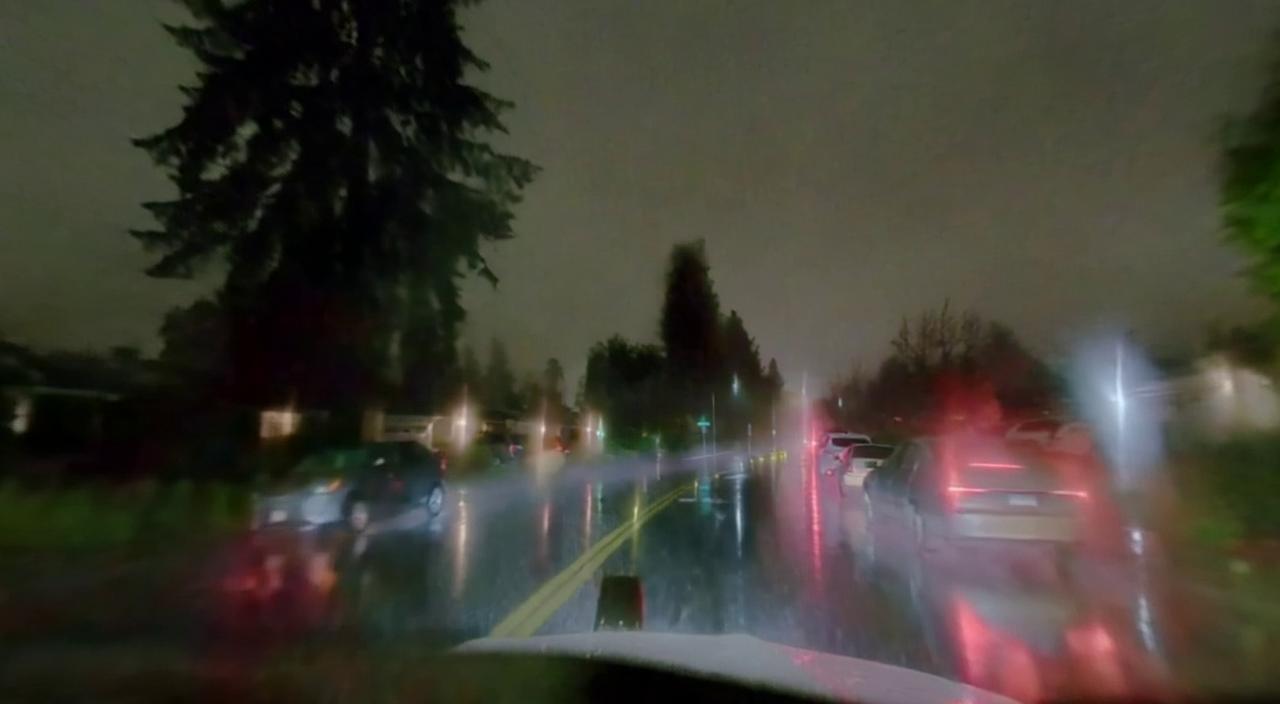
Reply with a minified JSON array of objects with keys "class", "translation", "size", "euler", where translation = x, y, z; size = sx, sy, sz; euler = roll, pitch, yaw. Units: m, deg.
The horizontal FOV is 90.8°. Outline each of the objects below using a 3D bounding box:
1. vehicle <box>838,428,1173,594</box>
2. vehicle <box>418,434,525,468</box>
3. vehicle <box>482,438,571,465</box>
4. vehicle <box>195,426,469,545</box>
[{"class":"vehicle","translation":[4.109,1.821,8.320],"size":[2.045,1.478,4.914],"euler":[-1,-8,8]},{"class":"vehicle","translation":[-8.333,4.921,31.353],"size":[4.635,1.594,2.132],"euler":[-3,-9,17]},{"class":"vehicle","translation":[-6.299,5.555,35.210],"size":[4.455,1.419,2.017],"euler":[-3,-9,16]},{"class":"vehicle","translation":[-5.218,2.310,11.719],"size":[2.030,1.696,4.828],"euler":[-2,-9,10]}]
